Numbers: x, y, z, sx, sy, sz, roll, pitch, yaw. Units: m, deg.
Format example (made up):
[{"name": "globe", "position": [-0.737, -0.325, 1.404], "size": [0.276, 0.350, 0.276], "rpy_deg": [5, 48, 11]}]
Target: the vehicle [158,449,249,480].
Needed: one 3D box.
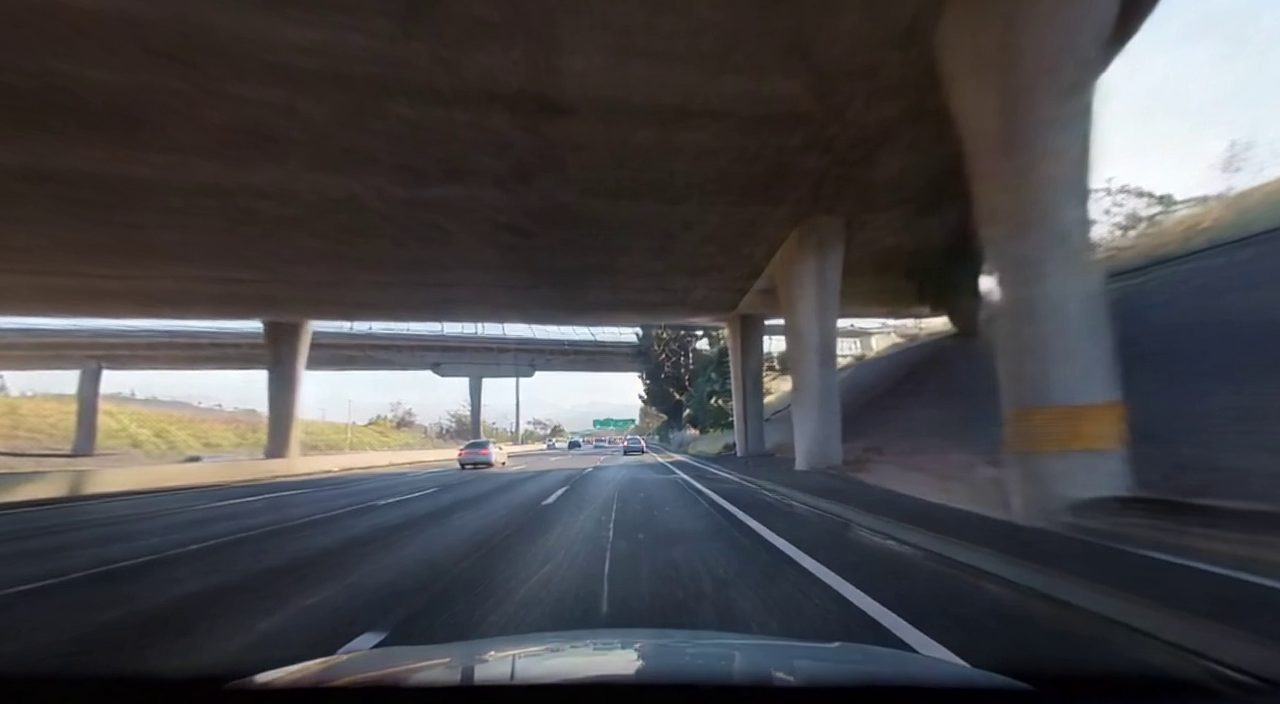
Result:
[{"name": "vehicle", "position": [-27.693, 7.114, 40.214], "size": [2.075, 1.787, 5.238], "rpy_deg": [0, -8, -1]}]

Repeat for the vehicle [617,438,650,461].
[{"name": "vehicle", "position": [-0.448, 6.460, 41.785], "size": [2.072, 1.440, 3.690], "rpy_deg": [0, -8, -1]}]

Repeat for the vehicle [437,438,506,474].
[{"name": "vehicle", "position": [-7.702, 4.775, 29.229], "size": [1.939, 1.504, 4.727], "rpy_deg": [0, -8, -1]}]
